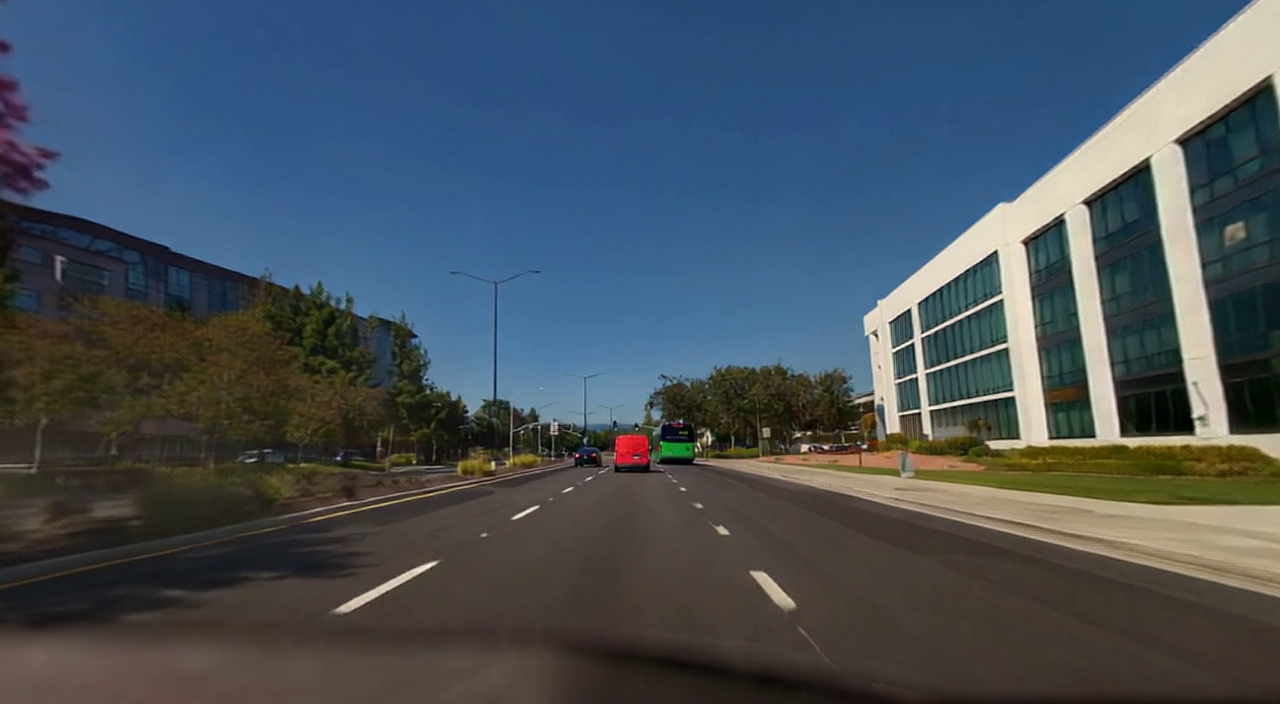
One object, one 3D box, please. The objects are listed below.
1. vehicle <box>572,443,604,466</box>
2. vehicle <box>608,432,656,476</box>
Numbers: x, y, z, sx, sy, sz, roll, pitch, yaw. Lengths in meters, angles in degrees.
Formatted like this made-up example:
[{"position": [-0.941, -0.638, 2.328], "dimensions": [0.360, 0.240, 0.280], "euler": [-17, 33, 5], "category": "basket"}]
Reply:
[{"position": [-4.014, 7.979, 49.149], "dimensions": [2.109, 1.672, 4.256], "euler": [0, -9, 1], "category": "vehicle"}, {"position": [-0.346, 5.366, 33.513], "dimensions": [2.336, 2.122, 5.207], "euler": [0, -9, 1], "category": "vehicle"}]
